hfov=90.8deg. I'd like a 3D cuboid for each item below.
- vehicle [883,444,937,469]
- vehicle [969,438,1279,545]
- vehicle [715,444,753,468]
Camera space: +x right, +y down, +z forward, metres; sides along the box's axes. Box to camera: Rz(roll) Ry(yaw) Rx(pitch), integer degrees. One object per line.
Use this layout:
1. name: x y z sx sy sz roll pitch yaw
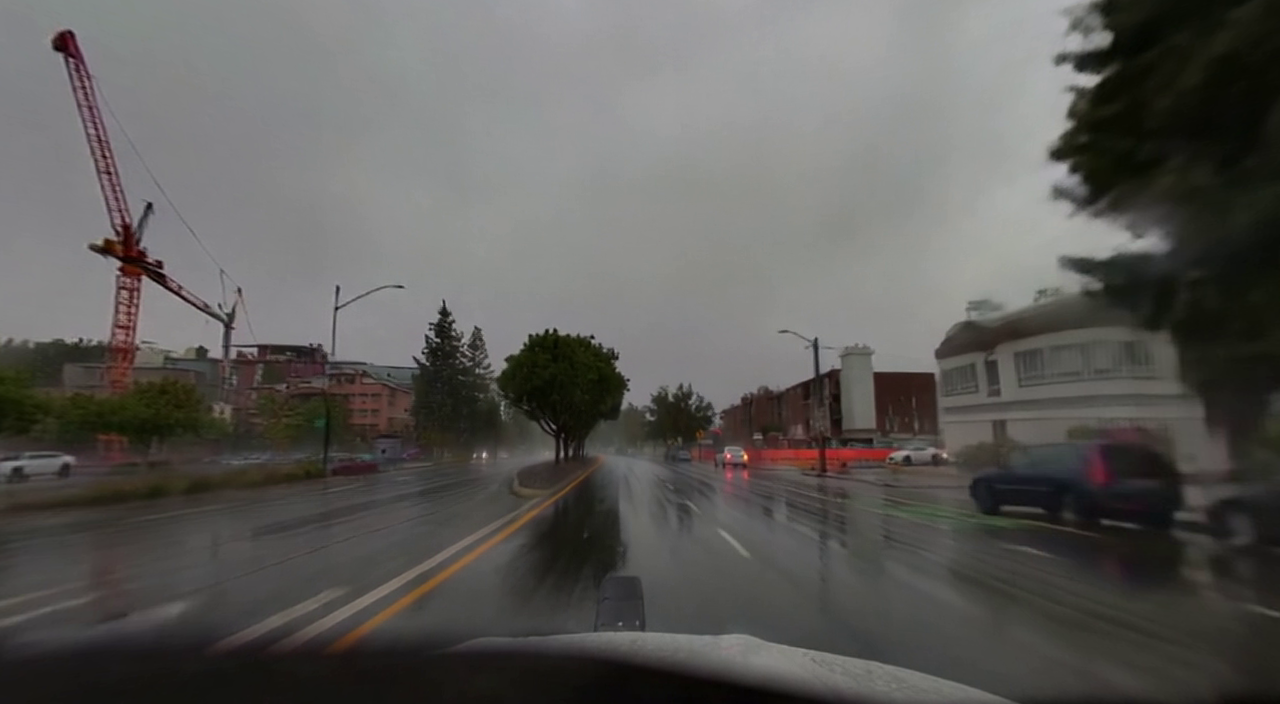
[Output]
1. vehicle: 20.014 7.736 47.007 1.965 1.690 4.077 0 -8 -3
2. vehicle: 8.026 2.251 10.964 2.079 1.442 4.406 0 -9 -3
3. vehicle: 7.038 7.862 47.933 2.080 1.706 4.392 0 -9 -2
